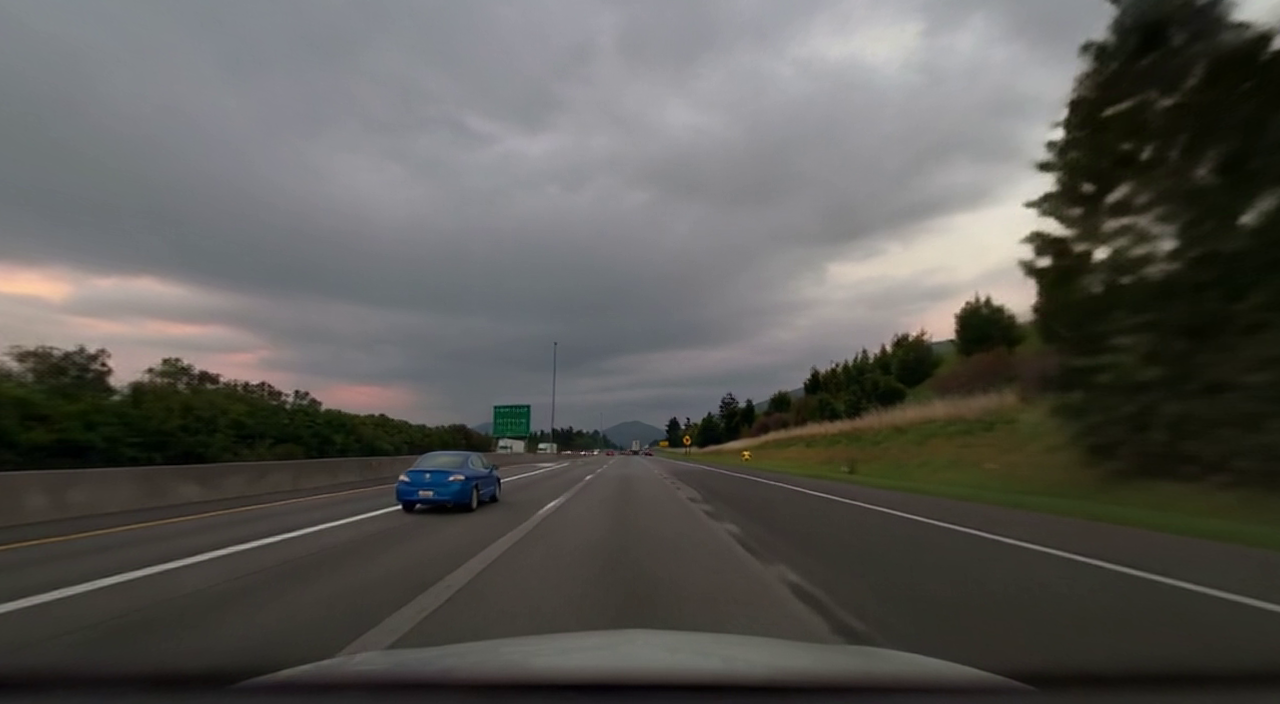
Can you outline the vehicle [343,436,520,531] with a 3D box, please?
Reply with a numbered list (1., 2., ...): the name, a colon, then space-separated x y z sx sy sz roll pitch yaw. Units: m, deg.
1. vehicle: -3.784 2.450 12.309 2.121 1.537 3.852 0 -9 0
